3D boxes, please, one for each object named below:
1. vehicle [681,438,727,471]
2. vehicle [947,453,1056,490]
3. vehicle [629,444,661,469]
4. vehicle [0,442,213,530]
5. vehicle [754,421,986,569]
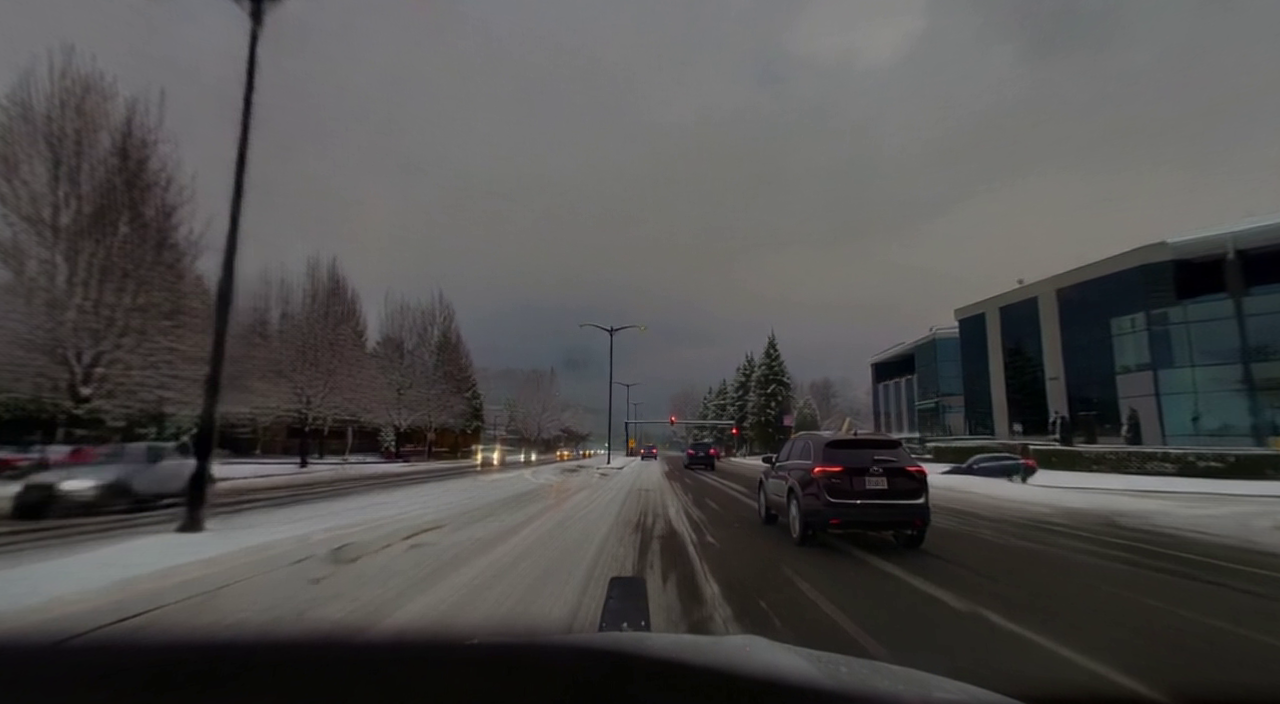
[{"bbox_3d":[3.777,6.157,38.003,2.154,1.844,4.634,0,-8,-1],"label":"vehicle"},{"bbox_3d":[17.550,5.795,30.836,4.398,1.634,2.031,-4,-9,27],"label":"vehicle"},{"bbox_3d":[0.264,6.734,40.760,1.991,1.477,3.814,0,-8,-1],"label":"vehicle"},{"bbox_3d":[-11.561,2.623,13.063,2.055,1.479,4.693,0,-8,1],"label":"vehicle"},{"bbox_3d":[2.981,1.923,9.191,1.901,1.634,3.896,1,-8,0],"label":"vehicle"}]
